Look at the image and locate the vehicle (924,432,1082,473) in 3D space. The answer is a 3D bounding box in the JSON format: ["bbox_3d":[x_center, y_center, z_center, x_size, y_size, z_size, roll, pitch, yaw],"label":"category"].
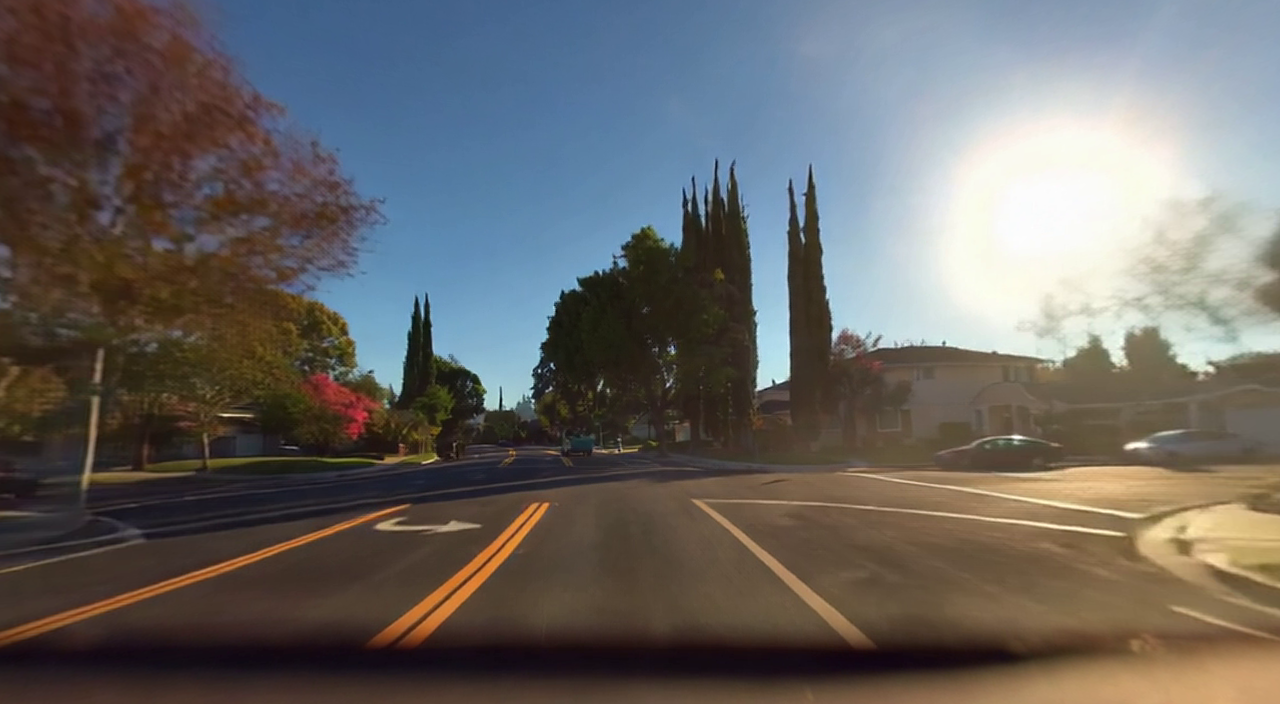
[{"bbox_3d":[13.486,3.751,23.691,4.737,1.447,1.766,-2,-8,10],"label":"vehicle"}]

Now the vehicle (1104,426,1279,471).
[{"bbox_3d":[19.727,3.417,22.304,4.795,1.468,1.945,-2,-8,14],"label":"vehicle"}]
